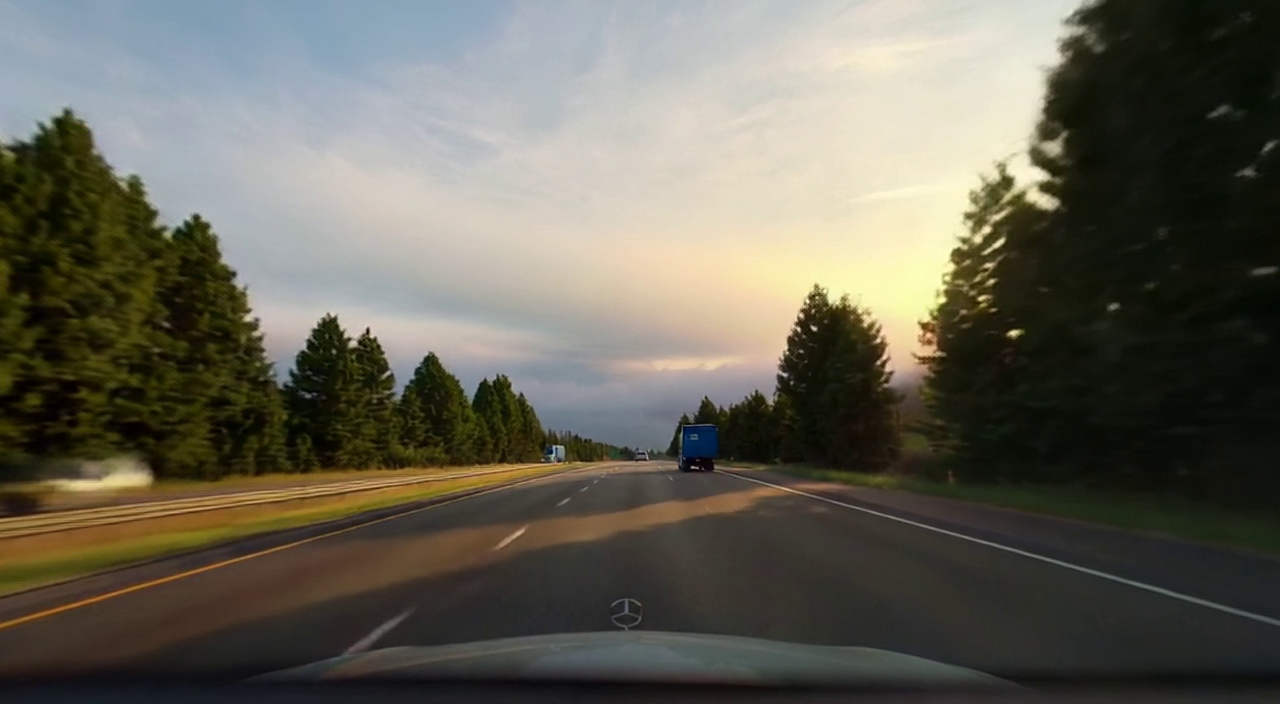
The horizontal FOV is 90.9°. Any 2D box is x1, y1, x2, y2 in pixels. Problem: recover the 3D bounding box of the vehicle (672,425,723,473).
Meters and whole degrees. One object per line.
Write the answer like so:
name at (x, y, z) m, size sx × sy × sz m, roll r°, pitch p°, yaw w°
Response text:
vehicle at (3.581, 6.225, 40.352) m, size 2.572 × 2.795 × 5.978 m, roll 0°, pitch -9°, yaw -1°
